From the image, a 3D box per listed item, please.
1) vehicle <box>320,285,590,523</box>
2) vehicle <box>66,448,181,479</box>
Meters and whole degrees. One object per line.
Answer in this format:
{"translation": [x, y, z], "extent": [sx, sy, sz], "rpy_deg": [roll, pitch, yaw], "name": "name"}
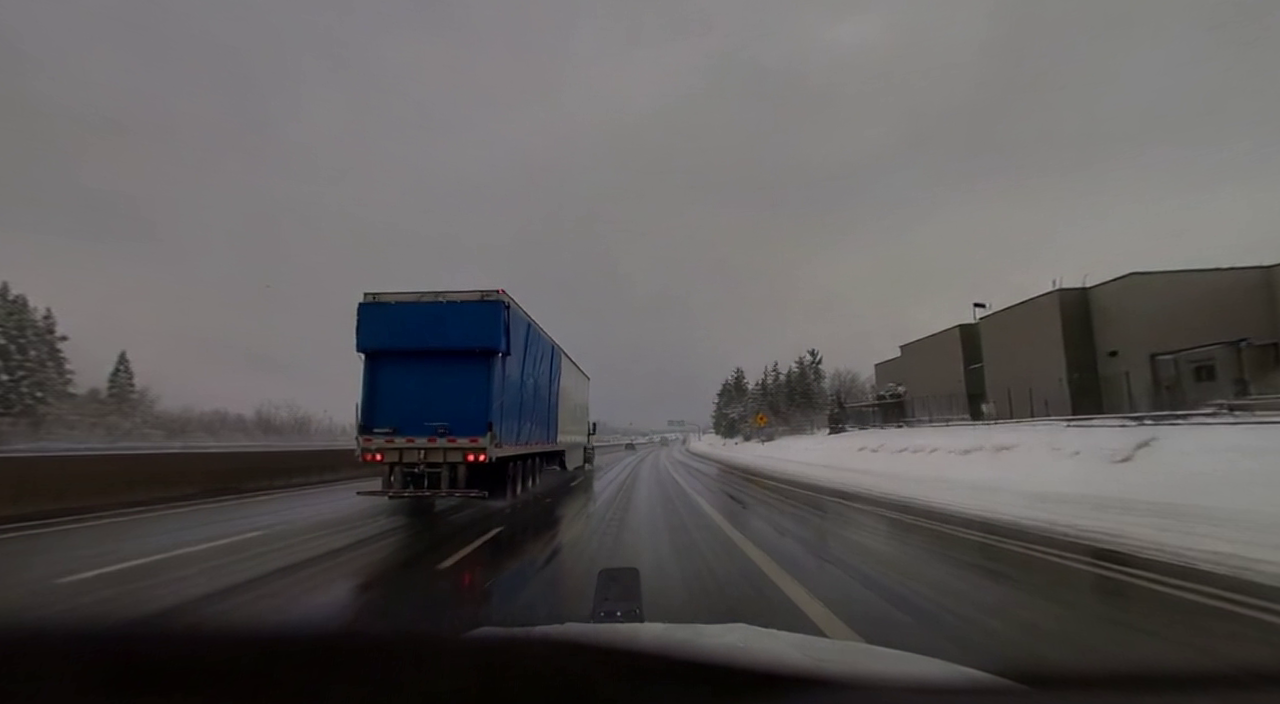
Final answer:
{"translation": [-3.794, 2.048, 19.051], "extent": [2.939, 4.132, 16.303], "rpy_deg": [0, -8, 1], "name": "vehicle"}
{"translation": [-27.839, 6.007, 34.278], "extent": [1.938, 1.513, 4.945], "rpy_deg": [0, -8, 2], "name": "vehicle"}
